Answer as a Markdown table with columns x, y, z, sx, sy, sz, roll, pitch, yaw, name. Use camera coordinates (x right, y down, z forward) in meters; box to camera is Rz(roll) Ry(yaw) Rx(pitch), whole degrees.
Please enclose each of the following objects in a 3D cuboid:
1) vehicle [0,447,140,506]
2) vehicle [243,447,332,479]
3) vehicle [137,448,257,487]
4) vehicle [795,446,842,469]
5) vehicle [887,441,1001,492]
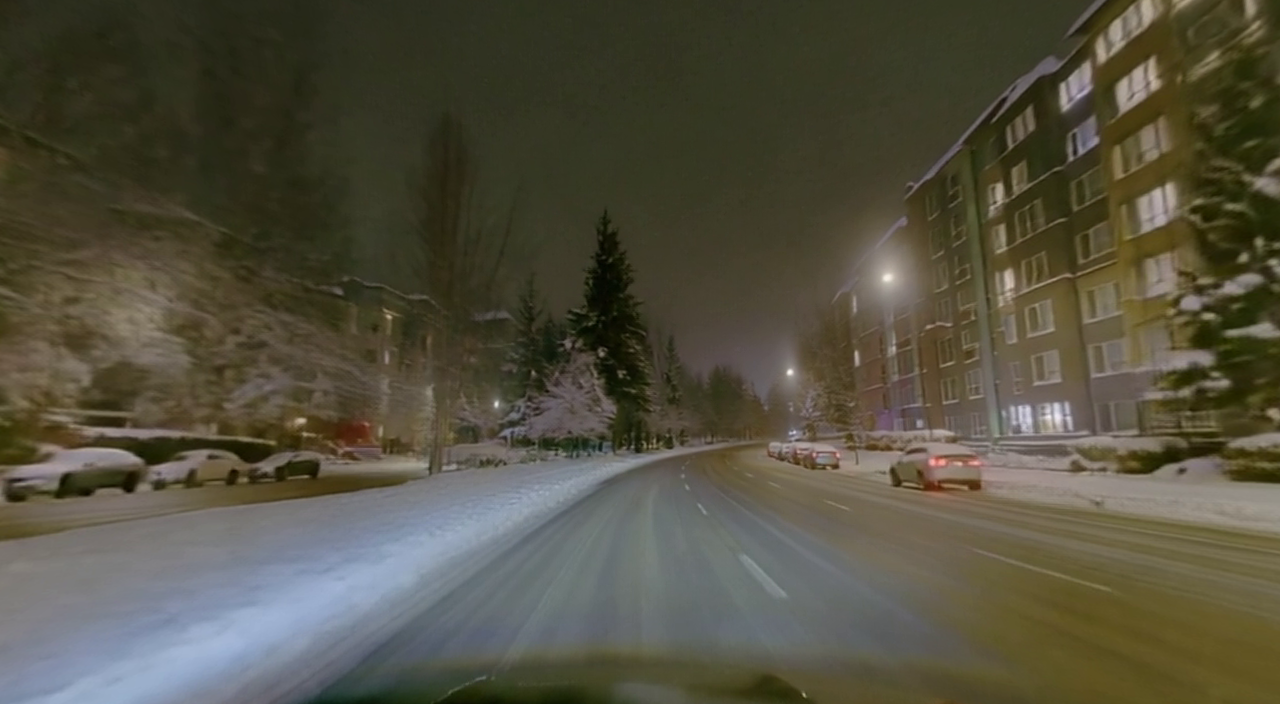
| x | y | z | sx | sy | sz | roll | pitch | yaw | name |
| --- | --- | --- | --- | --- | --- | --- | --- | --- | --- |
| -19.091 | 4.007 | 20.800 | 1.686 | 1.671 | 4.477 | 0 | -8 | -2 | vehicle |
| -18.319 | 5.826 | 33.137 | 2.003 | 1.505 | 4.332 | -3 | -10 | 3 | vehicle |
| -18.760 | 4.938 | 27.050 | 1.795 | 1.445 | 4.629 | -2 | -10 | 0 | vehicle |
| 11.816 | 7.025 | 42.195 | 1.897 | 1.455 | 4.586 | 0 | -9 | 2 | vehicle |
| 10.663 | 4.010 | 22.573 | 1.992 | 1.615 | 4.460 | 0 | -9 | 3 | vehicle |
